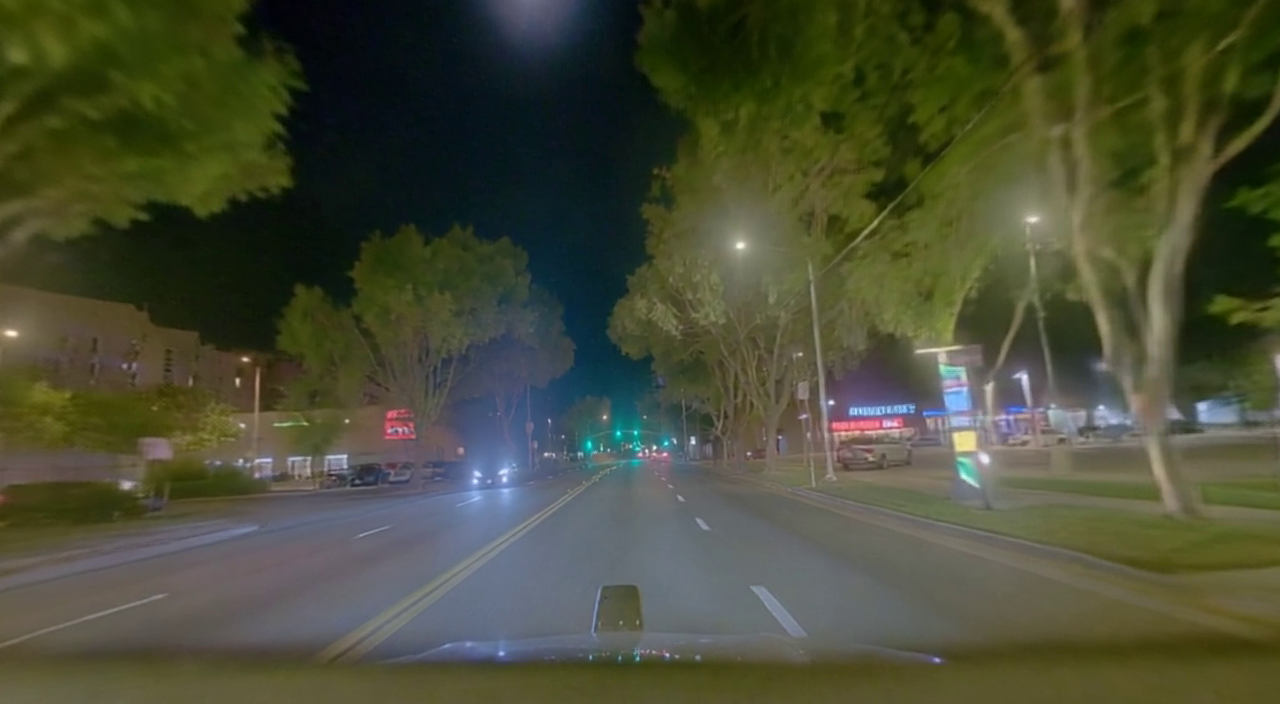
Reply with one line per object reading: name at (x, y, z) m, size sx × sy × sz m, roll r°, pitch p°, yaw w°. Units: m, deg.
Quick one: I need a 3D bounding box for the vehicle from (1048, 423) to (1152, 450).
vehicle at (26.018, 4.832, 35.818) m, size 1.765 × 1.435 × 4.413 m, roll 8°, pitch -12°, yaw -44°

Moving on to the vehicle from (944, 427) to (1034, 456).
vehicle at (21.850, 5.646, 39.643) m, size 4.442 × 1.451 × 1.945 m, roll -12°, pitch -12°, yaw 42°

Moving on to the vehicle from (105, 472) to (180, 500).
vehicle at (-30.356, 8.156, 38.676) m, size 1.777 × 1.441 × 3.695 m, roll 1°, pitch -9°, yaw -6°

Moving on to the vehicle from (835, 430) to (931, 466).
vehicle at (11.118, 4.372, 28.778) m, size 4.587 × 1.504 × 1.928 m, roll 7°, pitch -11°, yaw -38°

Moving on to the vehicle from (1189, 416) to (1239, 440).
vehicle at (40.220, 5.338, 44.240) m, size 4.224 × 1.532 × 1.910 m, roll 7°, pitch -11°, yaw -40°

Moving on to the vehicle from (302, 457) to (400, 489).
vehicle at (-16.442, 6.885, 36.166) m, size 4.650 × 1.700 × 1.915 m, roll 0°, pitch -9°, yaw -1°

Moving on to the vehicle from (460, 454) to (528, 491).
vehicle at (-6.572, 5.455, 29.007) m, size 1.962 × 1.478 × 4.639 m, roll -1°, pitch -9°, yaw 1°

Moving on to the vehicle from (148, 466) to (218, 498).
vehicle at (-27.456, 7.798, 38.120) m, size 1.822 × 1.622 × 4.193 m, roll -2°, pitch -9°, yaw -11°
